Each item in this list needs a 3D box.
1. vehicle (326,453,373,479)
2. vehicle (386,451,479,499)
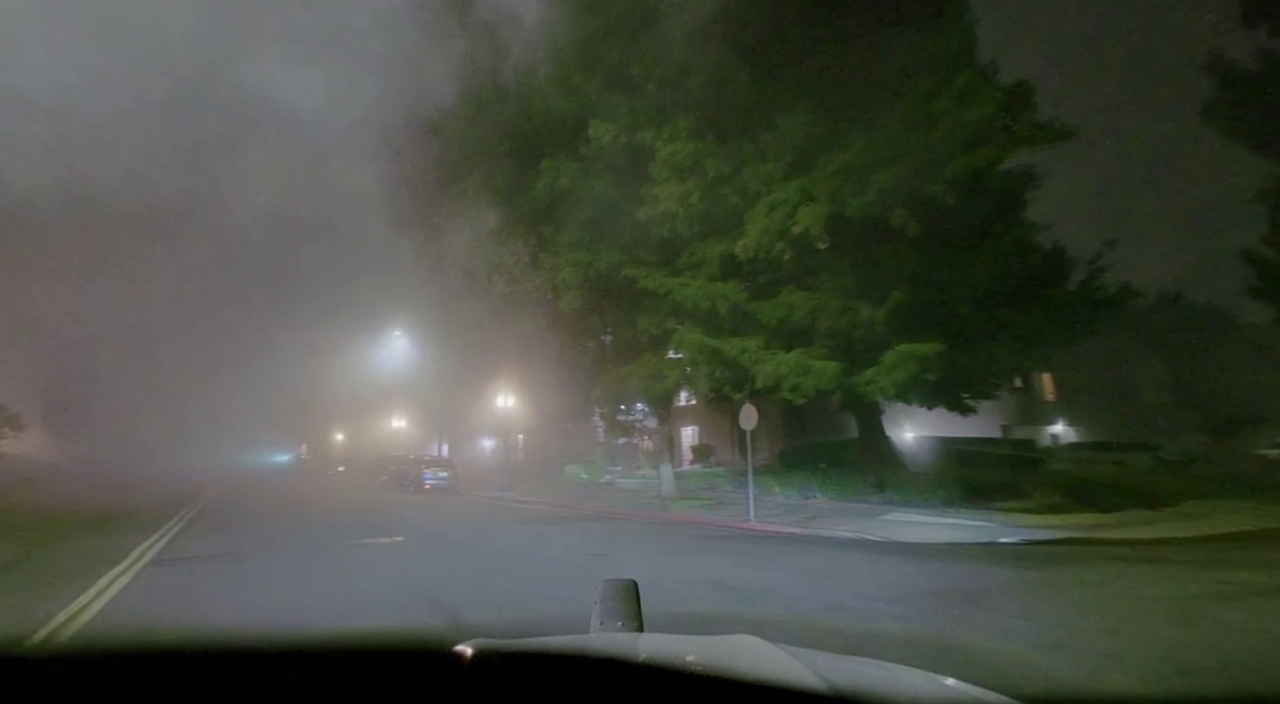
[{"bbox_3d":[-19.291,7.502,41.749,1.952,1.538,5.215,5,-10,-33],"label":"vehicle"},{"bbox_3d":[-7.789,4.470,23.424,1.933,1.528,5.006,5,-10,-33],"label":"vehicle"}]
